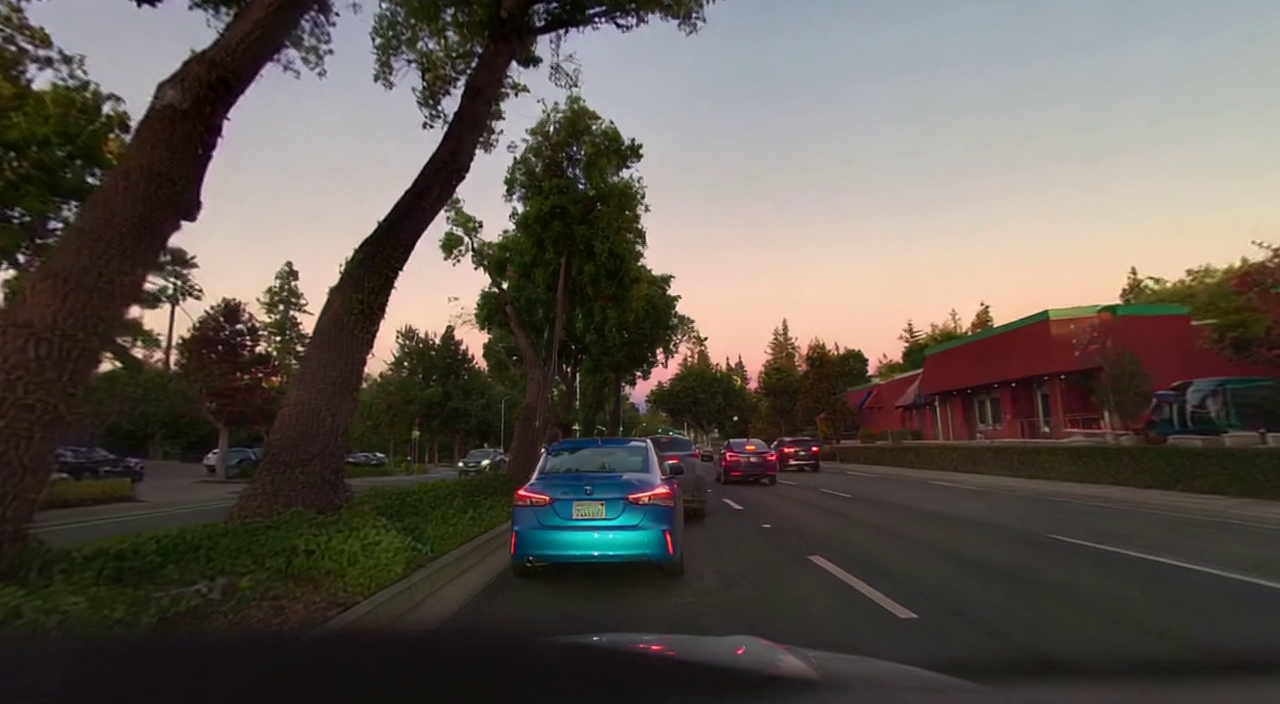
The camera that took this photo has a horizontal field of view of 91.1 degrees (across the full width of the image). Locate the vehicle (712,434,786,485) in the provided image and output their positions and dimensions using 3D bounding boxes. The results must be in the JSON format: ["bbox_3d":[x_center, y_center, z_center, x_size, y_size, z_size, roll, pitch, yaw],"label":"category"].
[{"bbox_3d":[3.852,3.873,22.924,1.946,1.648,4.230,0,-8,0],"label":"vehicle"}]

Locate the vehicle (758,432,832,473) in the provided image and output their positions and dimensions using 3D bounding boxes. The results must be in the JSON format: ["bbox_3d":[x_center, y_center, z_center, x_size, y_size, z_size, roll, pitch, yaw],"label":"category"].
[{"bbox_3d":[7.517,4.949,31.044,2.253,1.854,5.409,0,-8,0],"label":"vehicle"}]

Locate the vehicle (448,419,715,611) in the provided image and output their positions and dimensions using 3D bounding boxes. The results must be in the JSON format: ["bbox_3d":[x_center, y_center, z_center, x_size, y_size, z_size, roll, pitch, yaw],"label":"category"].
[{"bbox_3d":[-0.472,1.592,7.055,2.111,1.506,4.018,0,-8,0],"label":"vehicle"}]
